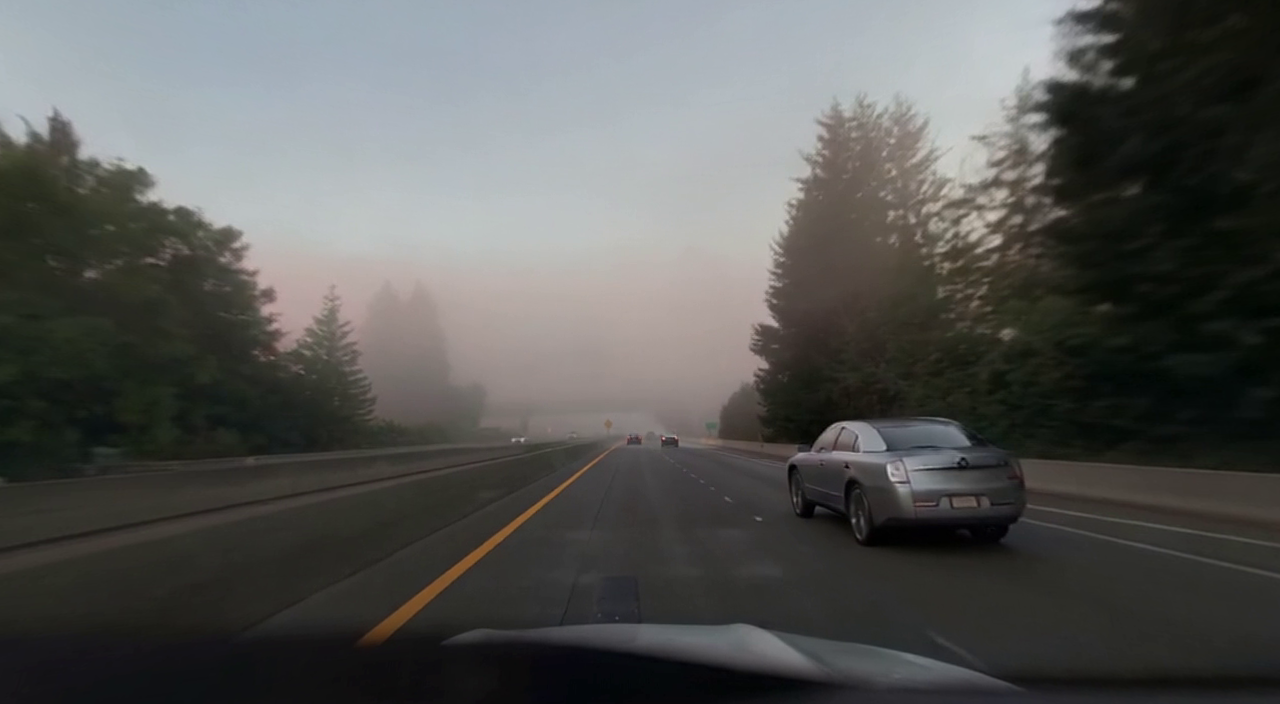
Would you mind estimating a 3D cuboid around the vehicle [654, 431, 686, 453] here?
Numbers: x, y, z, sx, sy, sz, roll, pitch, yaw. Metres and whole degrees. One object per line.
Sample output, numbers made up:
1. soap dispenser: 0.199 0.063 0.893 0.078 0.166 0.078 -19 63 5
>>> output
1. vehicle: 2.107 6.417 44.969 1.981 1.490 3.449 0 -8 -3
